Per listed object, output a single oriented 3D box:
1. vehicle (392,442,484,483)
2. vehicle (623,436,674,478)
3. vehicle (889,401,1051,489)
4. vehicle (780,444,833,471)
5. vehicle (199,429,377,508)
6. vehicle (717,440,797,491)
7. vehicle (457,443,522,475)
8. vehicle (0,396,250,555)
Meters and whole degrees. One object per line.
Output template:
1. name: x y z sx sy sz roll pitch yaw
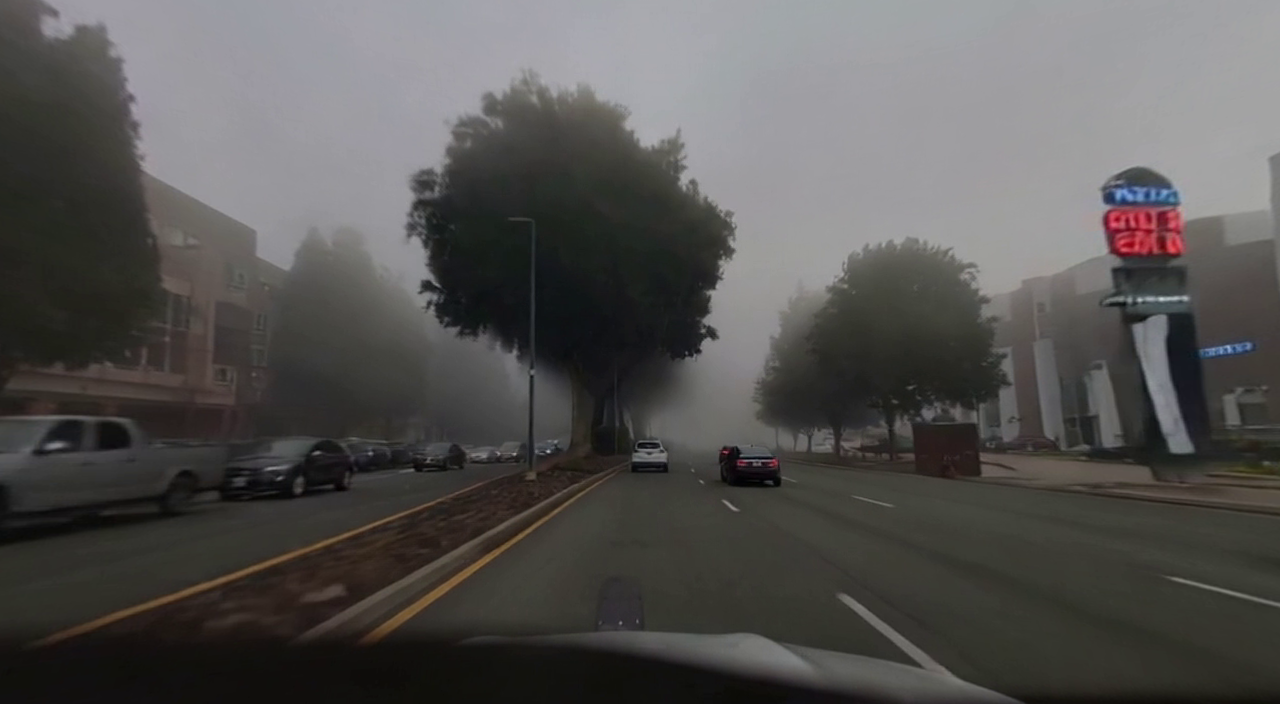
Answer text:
1. vehicle: -7.860 4.343 25.093 1.992 1.465 4.458 -1 -9 3
2. vehicle: 0.440 4.650 28.202 2.101 1.694 3.979 0 -9 3
3. vehicle: 12.098 3.532 23.989 2.790 2.897 6.326 0 -9 2
4. vehicle: 9.419 5.992 36.098 1.860 1.475 4.488 0 -9 1
5. vehicle: -8.742 2.921 16.275 1.934 1.713 4.441 0 -9 1
6. vehicle: 3.700 3.646 20.647 1.852 1.498 3.825 0 -9 0
7. vehicle: -7.465 5.362 31.893 2.007 1.443 4.447 0 -9 3
8. vehicle: -8.490 1.682 8.935 2.218 1.819 5.732 0 -9 1
